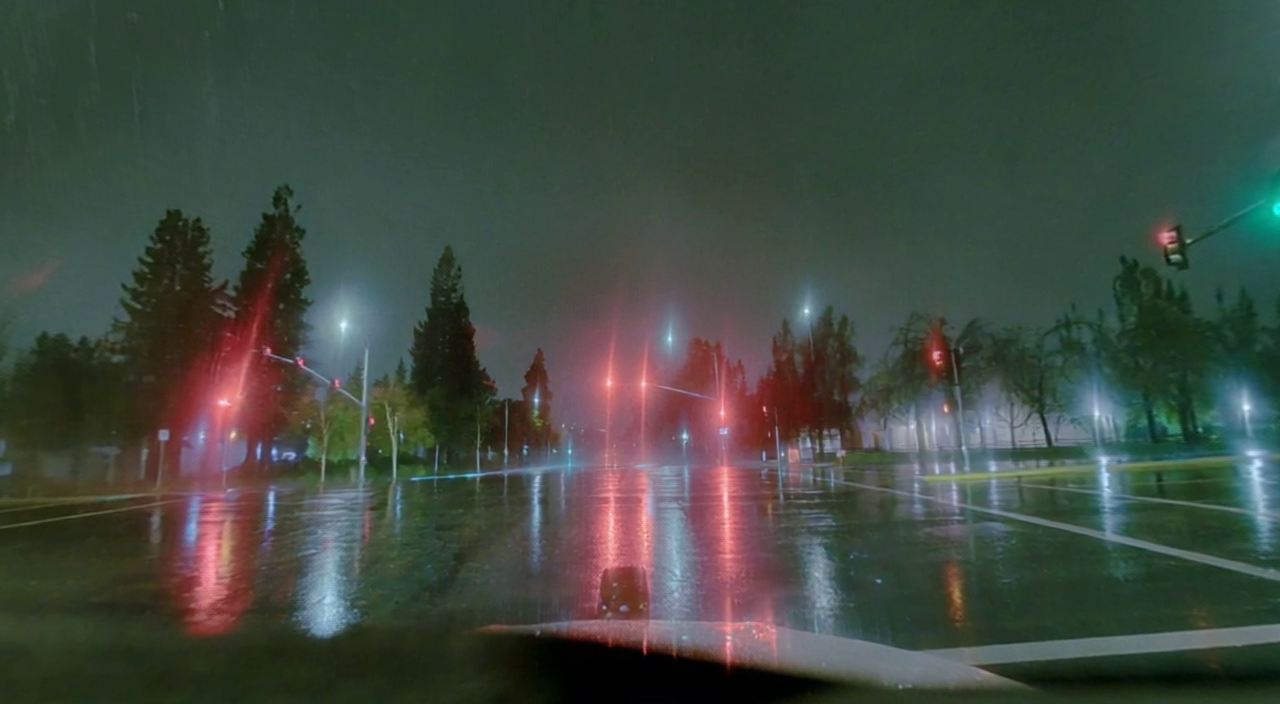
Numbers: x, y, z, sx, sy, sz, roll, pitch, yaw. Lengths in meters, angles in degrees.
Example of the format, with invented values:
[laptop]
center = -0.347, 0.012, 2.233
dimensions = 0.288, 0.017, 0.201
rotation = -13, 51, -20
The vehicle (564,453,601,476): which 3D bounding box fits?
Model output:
[vehicle]
center = -4.476, 8.849, 49.835
dimensions = 2.030, 1.704, 4.205
rotation = -1, -8, 7
